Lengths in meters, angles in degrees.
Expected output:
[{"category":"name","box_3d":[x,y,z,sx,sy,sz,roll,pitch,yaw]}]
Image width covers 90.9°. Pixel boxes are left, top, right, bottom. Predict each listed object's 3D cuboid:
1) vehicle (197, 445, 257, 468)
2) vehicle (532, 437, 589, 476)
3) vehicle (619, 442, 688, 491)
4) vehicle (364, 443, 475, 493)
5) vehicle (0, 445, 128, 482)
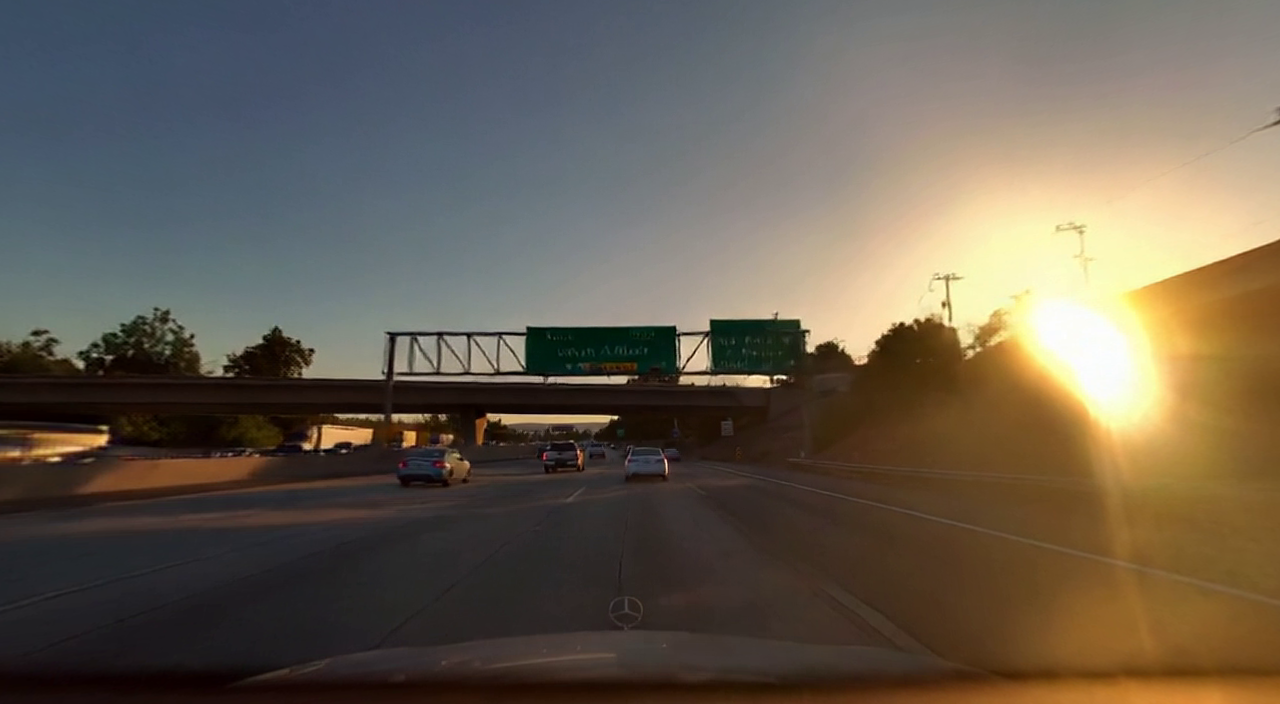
[{"category":"vehicle","box_3d":[-30.213,7.599,46.246,1.822,1.595,4.076,1,-8,-4]},{"category":"vehicle","box_3d":[-3.818,5.134,31.164,2.289,1.777,4.534,0,-8,-1]},{"category":"vehicle","box_3d":[0.364,3.800,21.337,2.082,1.482,4.126,0,-8,-1]},{"category":"vehicle","box_3d":[-7.174,3.791,21.133,1.974,1.464,4.733,0,-8,0]},{"category":"vehicle","box_3d":[-25.230,4.871,27.821,1.868,1.480,4.180,0,-8,-3]}]
